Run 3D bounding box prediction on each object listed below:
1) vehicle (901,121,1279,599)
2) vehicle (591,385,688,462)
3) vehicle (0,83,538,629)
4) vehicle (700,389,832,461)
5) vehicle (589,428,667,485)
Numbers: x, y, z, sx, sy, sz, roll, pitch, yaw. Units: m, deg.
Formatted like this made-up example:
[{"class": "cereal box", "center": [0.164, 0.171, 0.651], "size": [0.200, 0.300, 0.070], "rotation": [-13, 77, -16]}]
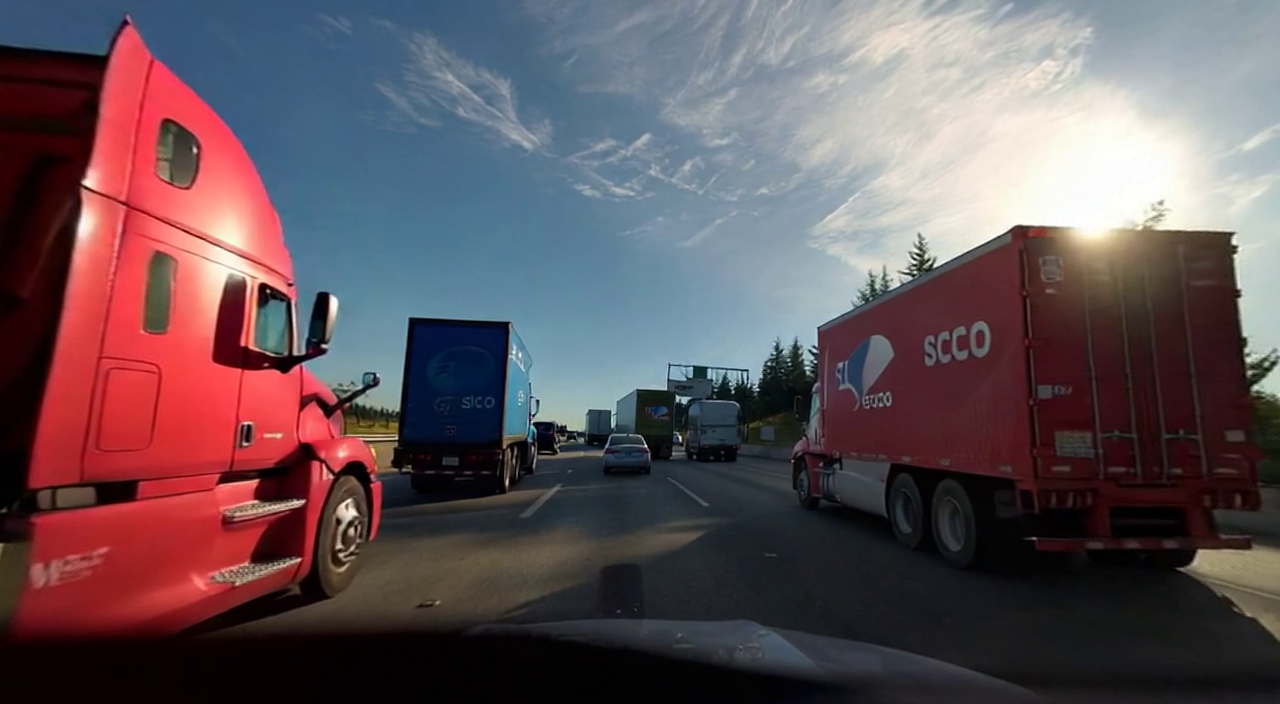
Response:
[{"class": "vehicle", "center": [7.233, -0.085, 4.414], "size": [2.758, 4.032, 11.419], "rotation": [3, -8, -20]}, {"class": "vehicle", "center": [-0.526, 4.793, 40.878], "size": [2.899, 4.112, 13.912], "rotation": [2, -8, -15]}, {"class": "vehicle", "center": [-3.813, 0.607, 9.417], "size": [2.919, 3.779, 10.307], "rotation": [0, -8, 0]}, {"class": "vehicle", "center": [7.785, 4.925, 41.602], "size": [2.866, 4.057, 11.808], "rotation": [3, -8, -19]}, {"class": "vehicle", "center": [-0.491, 3.151, 19.406], "size": [2.060, 1.540, 4.374], "rotation": [1, -8, -5]}]
